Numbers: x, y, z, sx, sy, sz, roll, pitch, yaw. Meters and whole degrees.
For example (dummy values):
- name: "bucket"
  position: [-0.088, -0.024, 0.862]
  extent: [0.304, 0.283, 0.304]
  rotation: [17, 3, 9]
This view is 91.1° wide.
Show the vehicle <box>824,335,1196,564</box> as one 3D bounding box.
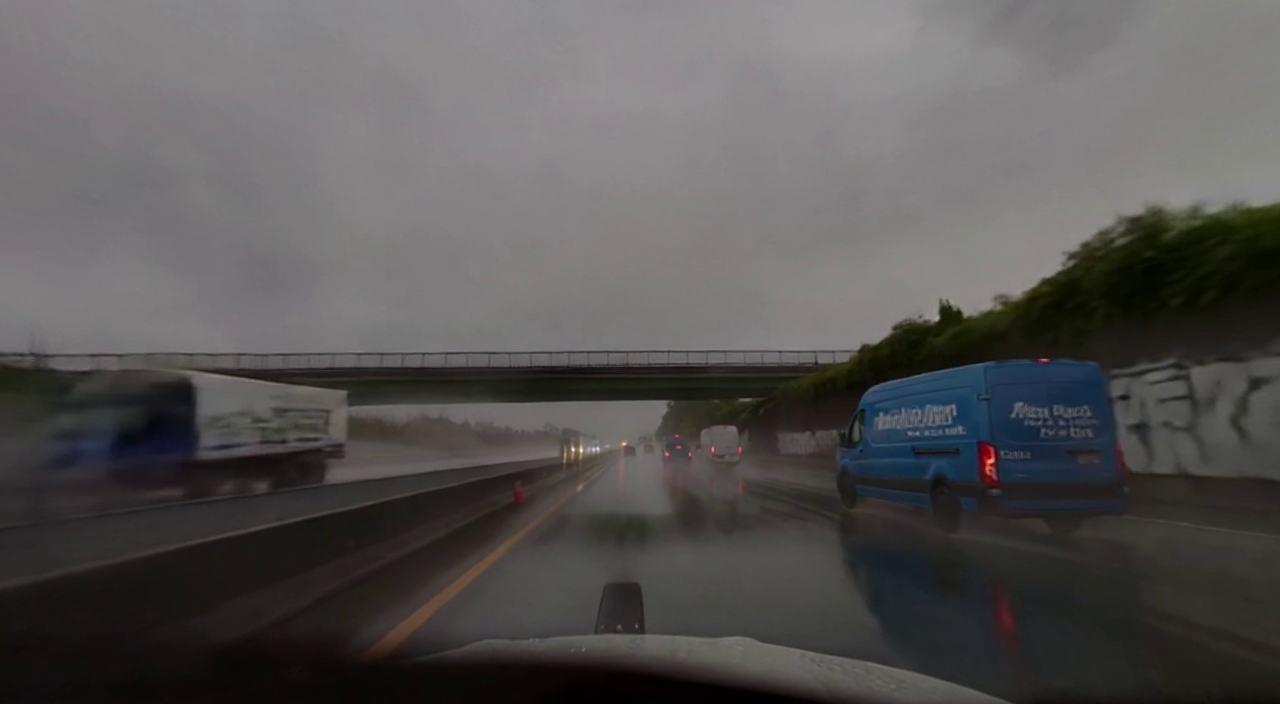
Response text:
- name: "vehicle"
  position: [5.118, 1.531, 10.194]
  extent: [2.283, 2.631, 5.719]
  rotation: [0, -9, -2]

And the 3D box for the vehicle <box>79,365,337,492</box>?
- name: "vehicle"
  position: [-16.377, 3.235, 25.493]
  extent: [2.954, 4.027, 10.716]
  rotation: [0, -9, -1]

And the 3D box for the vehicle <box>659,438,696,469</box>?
- name: "vehicle"
  position: [2.516, 6.941, 43.224]
  extent: [2.007, 1.943, 5.010]
  rotation: [0, -9, -3]

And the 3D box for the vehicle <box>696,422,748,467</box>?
- name: "vehicle"
  position: [6.356, 7.376, 49.958]
  extent: [2.761, 3.225, 7.624]
  rotation: [0, -9, -2]
